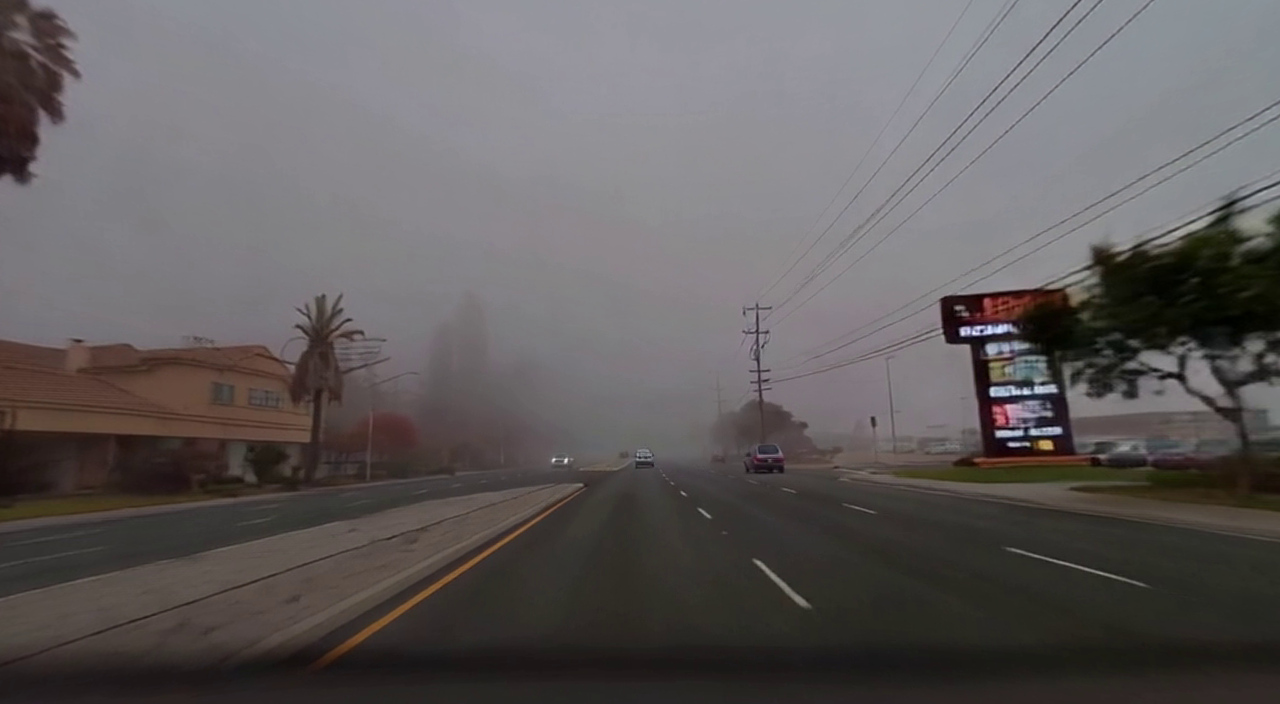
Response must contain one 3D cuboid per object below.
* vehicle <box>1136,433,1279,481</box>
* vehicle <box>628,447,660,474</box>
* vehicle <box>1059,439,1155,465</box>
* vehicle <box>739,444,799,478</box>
[{"bbox_3d":[19.979,3.511,21.176,4.728,1.520,2.107,-1,-9,1],"label":"vehicle"},{"bbox_3d":[0.289,7.449,43.469,2.138,1.702,4.168,0,-9,1],"label":"vehicle"},{"bbox_3d":[28.323,6.070,38.282,4.191,1.492,1.950,-1,-9,0],"label":"vehicle"},{"bbox_3d":[6.825,5.810,33.811,2.252,1.718,4.617,0,-9,0],"label":"vehicle"}]
